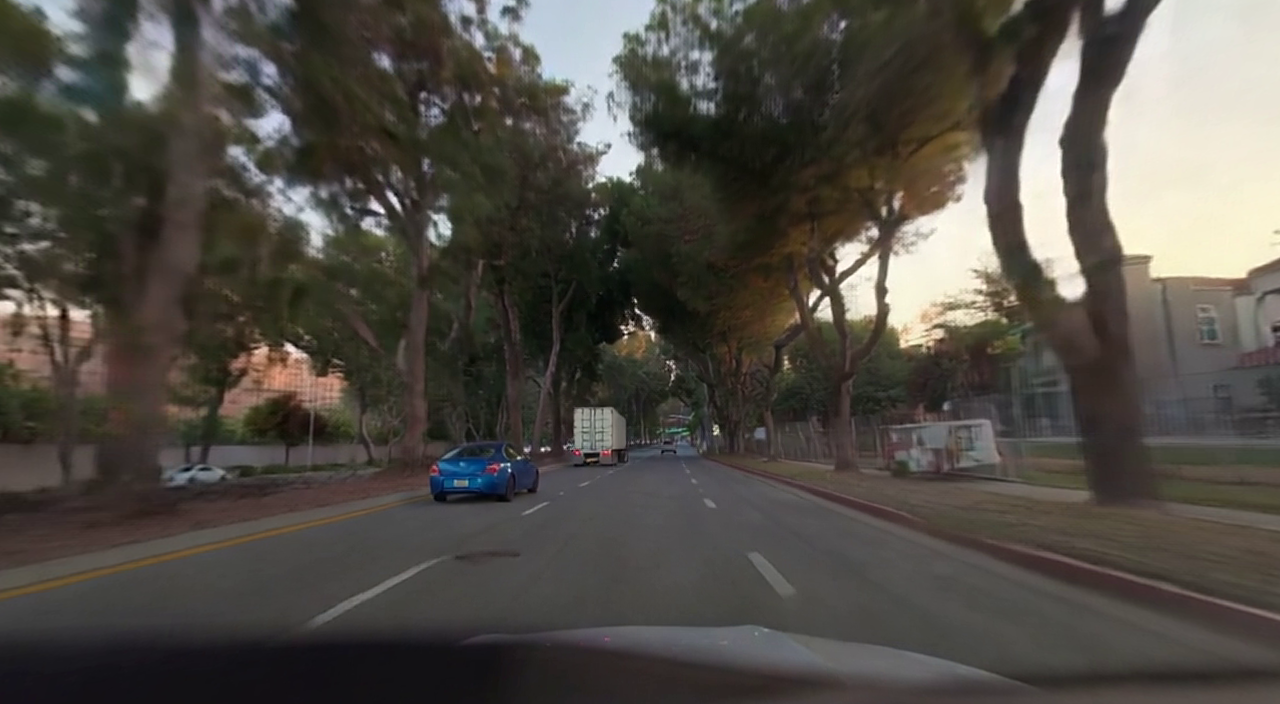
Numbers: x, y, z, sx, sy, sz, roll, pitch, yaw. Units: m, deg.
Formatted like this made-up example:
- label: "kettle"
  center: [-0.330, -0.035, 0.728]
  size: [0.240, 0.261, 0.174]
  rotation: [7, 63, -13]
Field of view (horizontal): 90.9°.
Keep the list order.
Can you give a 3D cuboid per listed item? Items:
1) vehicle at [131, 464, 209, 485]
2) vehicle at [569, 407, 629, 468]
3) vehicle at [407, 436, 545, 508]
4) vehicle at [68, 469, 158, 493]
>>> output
- label: "vehicle"
  center: [-34.374, 8.961, 46.145]
  size: [4.333, 1.436, 1.871]
  rotation: [-1, -8, 4]
- label: "vehicle"
  center: [-2.306, 5.199, 38.401]
  size: [2.746, 3.276, 8.572]
  rotation: [0, -8, 2]
- label: "vehicle"
  center: [-3.725, 2.795, 15.254]
  size: [2.005, 1.462, 4.345]
  rotation: [0, -8, 3]
- label: "vehicle"
  center: [-34.029, 8.316, 40.764]
  size: [3.992, 1.467, 2.092]
  rotation: [-1, -10, 4]
